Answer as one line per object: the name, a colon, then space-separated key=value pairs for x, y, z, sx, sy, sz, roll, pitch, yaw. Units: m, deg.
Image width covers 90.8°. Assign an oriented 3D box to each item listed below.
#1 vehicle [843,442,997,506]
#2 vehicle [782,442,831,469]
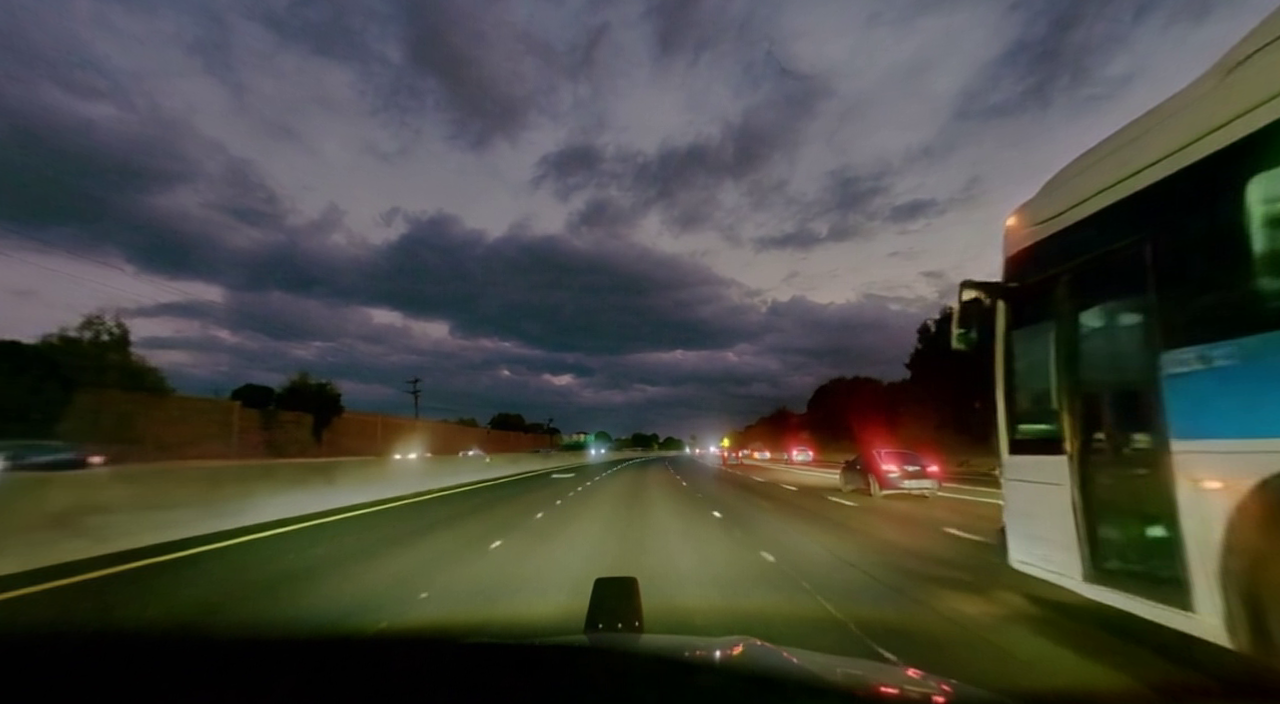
vehicle: x=7.362 y=3.235 z=17.252 sx=2.047 sy=1.479 sz=4.593 roll=0 pitch=-9 yaw=-1
vehicle: x=11.418 y=7.150 z=43.658 sx=2.151 sy=1.734 sz=4.519 roll=0 pitch=-9 yaw=0
